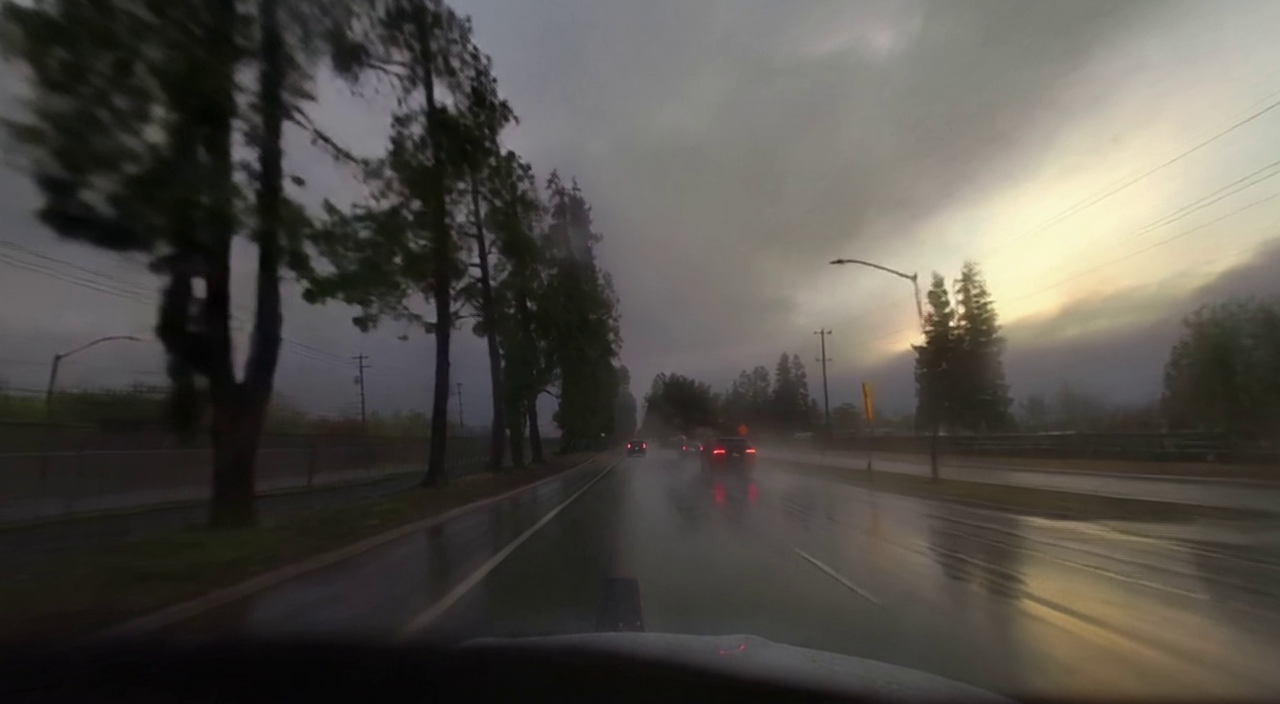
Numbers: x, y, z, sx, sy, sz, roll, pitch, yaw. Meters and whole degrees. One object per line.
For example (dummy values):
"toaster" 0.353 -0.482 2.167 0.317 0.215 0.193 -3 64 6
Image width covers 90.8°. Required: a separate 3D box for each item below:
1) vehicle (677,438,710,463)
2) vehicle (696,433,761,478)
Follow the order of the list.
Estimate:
"vehicle" 3.790 7.070 45.390 2.012 1.653 4.115 0 -9 0
"vehicle" 3.855 4.589 28.277 2.112 1.825 4.574 0 -9 -2
